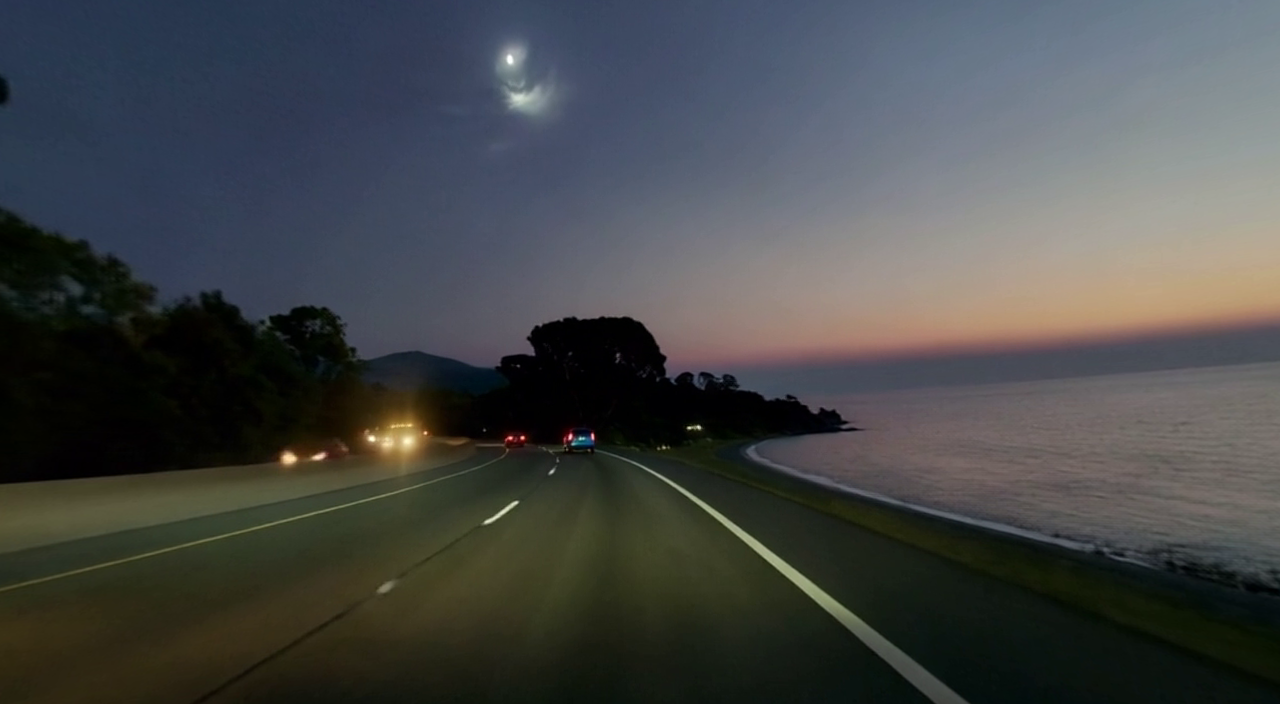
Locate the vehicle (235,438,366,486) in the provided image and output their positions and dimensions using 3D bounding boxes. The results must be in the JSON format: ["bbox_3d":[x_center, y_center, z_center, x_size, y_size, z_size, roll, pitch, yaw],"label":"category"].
[{"bbox_3d":[-11.314,3.696,21.428,2.287,1.438,4.244,1,-9,-4],"label":"vehicle"}]

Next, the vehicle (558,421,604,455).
[{"bbox_3d":[-4.079,5.856,42.652,2.632,2.162,5.529,2,-9,-10],"label":"vehicle"}]
